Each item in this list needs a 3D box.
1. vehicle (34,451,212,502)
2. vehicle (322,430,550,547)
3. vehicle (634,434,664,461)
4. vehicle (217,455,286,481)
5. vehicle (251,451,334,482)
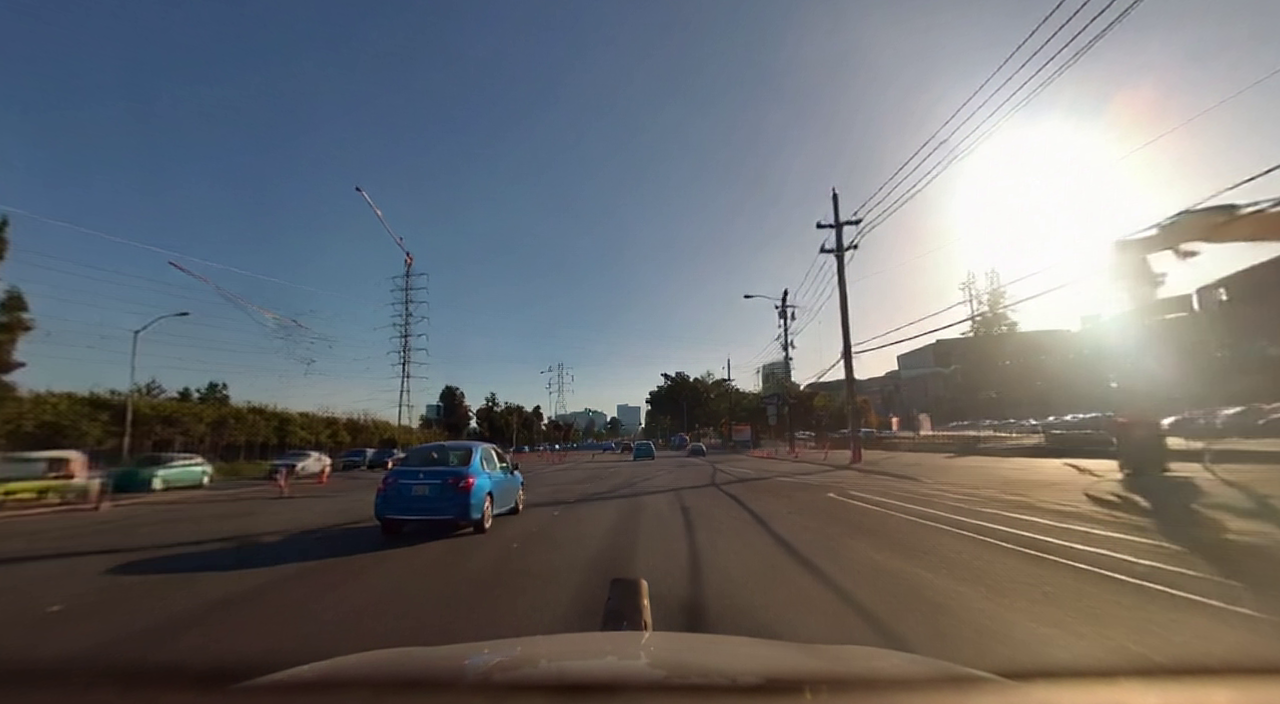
[{"bbox_3d":[-17.363,4.176,21.597,1.988,1.491,4.768,0,-8,2],"label":"vehicle"},{"bbox_3d":[-2.975,2.113,10.566,2.087,1.480,4.825,0,-8,2],"label":"vehicle"},{"bbox_3d":[0.593,6.936,45.659,2.060,1.845,4.151,0,-8,0],"label":"vehicle"},{"bbox_3d":[-25.649,7.663,41.841,1.833,1.510,4.388,0,-8,-2],"label":"vehicle"},{"bbox_3d":[-18.528,6.106,33.899,1.979,1.470,4.571,0,-8,-1],"label":"vehicle"}]
